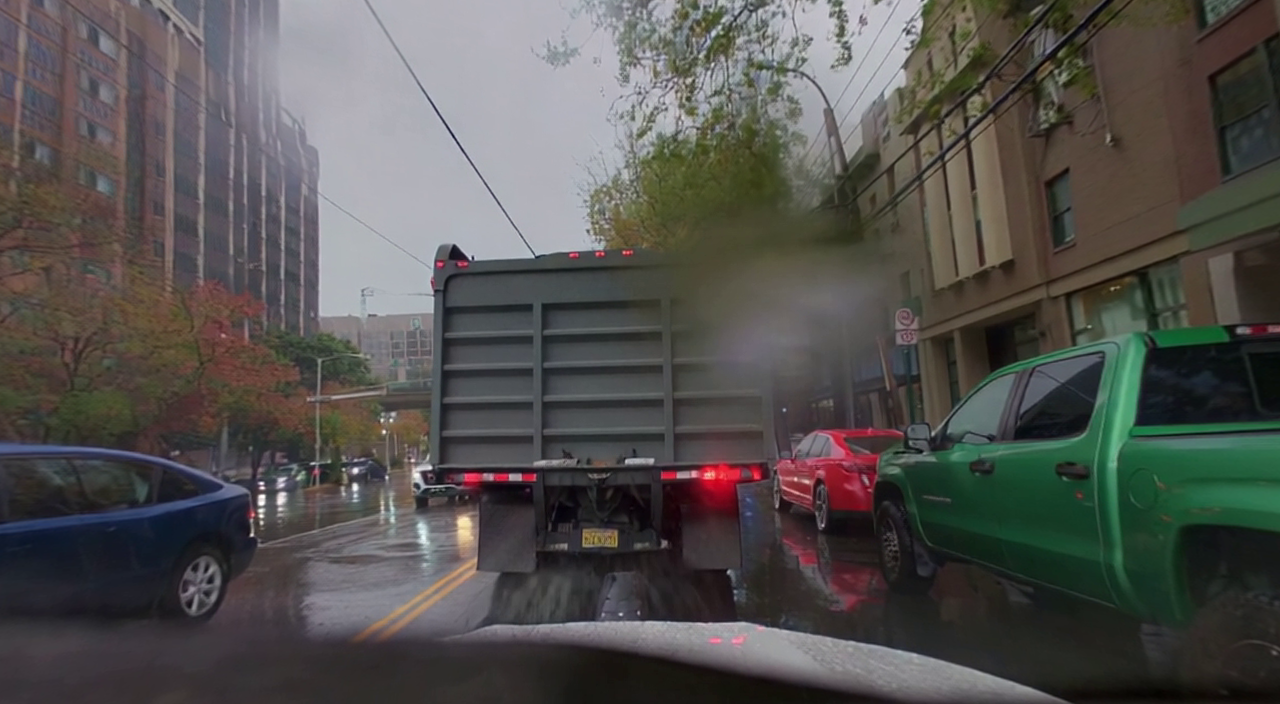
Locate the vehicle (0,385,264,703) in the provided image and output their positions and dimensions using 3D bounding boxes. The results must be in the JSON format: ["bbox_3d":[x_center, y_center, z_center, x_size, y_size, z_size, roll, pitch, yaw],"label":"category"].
[{"bbox_3d":[-4.124,0.973,2.894,1.988,1.657,4.492,0,-9,0],"label":"vehicle"}]

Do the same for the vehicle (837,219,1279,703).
[{"bbox_3d":[3.232,0.838,3.876,2.242,1.979,5.722,0,-9,1],"label":"vehicle"}]

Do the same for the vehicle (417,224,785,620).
[{"bbox_3d":[-0.231,1.110,9.244,2.878,3.204,8.244,0,-8,1],"label":"vehicle"}]
